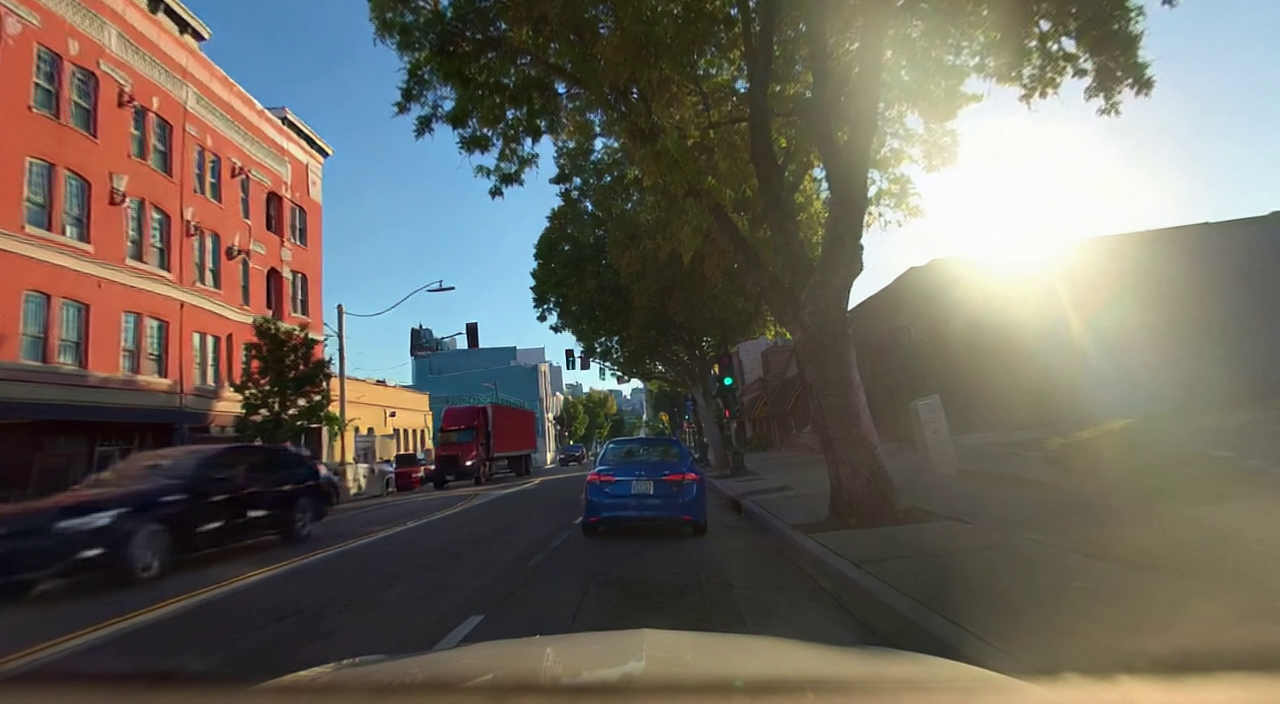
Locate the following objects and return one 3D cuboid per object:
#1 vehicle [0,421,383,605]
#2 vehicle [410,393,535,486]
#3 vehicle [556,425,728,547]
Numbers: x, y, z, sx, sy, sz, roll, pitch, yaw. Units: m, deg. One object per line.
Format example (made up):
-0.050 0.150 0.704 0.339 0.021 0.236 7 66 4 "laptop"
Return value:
-6.416 2.088 9.508 2.402 1.852 6.057 0 -8 2 "vehicle"
-8.151 4.605 32.845 2.986 3.933 11.600 0 -8 2 "vehicle"
0.074 1.936 9.735 2.094 1.478 3.922 0 -8 2 "vehicle"
